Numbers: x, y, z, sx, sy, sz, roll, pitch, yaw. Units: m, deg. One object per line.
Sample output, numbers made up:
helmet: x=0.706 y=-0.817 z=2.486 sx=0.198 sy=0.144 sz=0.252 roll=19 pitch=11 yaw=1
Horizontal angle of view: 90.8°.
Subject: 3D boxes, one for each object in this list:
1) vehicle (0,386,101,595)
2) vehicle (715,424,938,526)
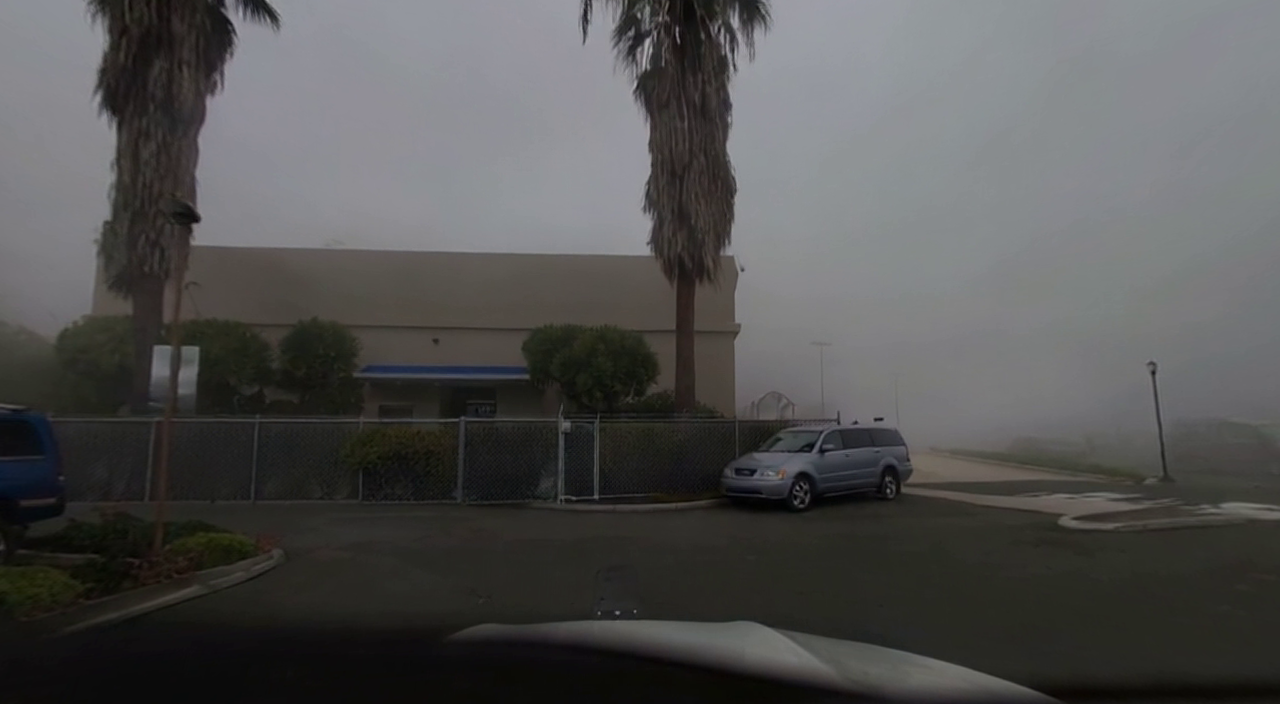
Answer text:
vehicle: x=-6.805 y=1.078 z=4.501 sx=1.943 sy=1.890 sz=4.472 roll=0 pitch=-8 yaw=-1
vehicle: x=3.988 y=2.447 z=13.417 sx=4.365 sy=1.791 sz=2.073 roll=4 pitch=-7 yaw=-30
